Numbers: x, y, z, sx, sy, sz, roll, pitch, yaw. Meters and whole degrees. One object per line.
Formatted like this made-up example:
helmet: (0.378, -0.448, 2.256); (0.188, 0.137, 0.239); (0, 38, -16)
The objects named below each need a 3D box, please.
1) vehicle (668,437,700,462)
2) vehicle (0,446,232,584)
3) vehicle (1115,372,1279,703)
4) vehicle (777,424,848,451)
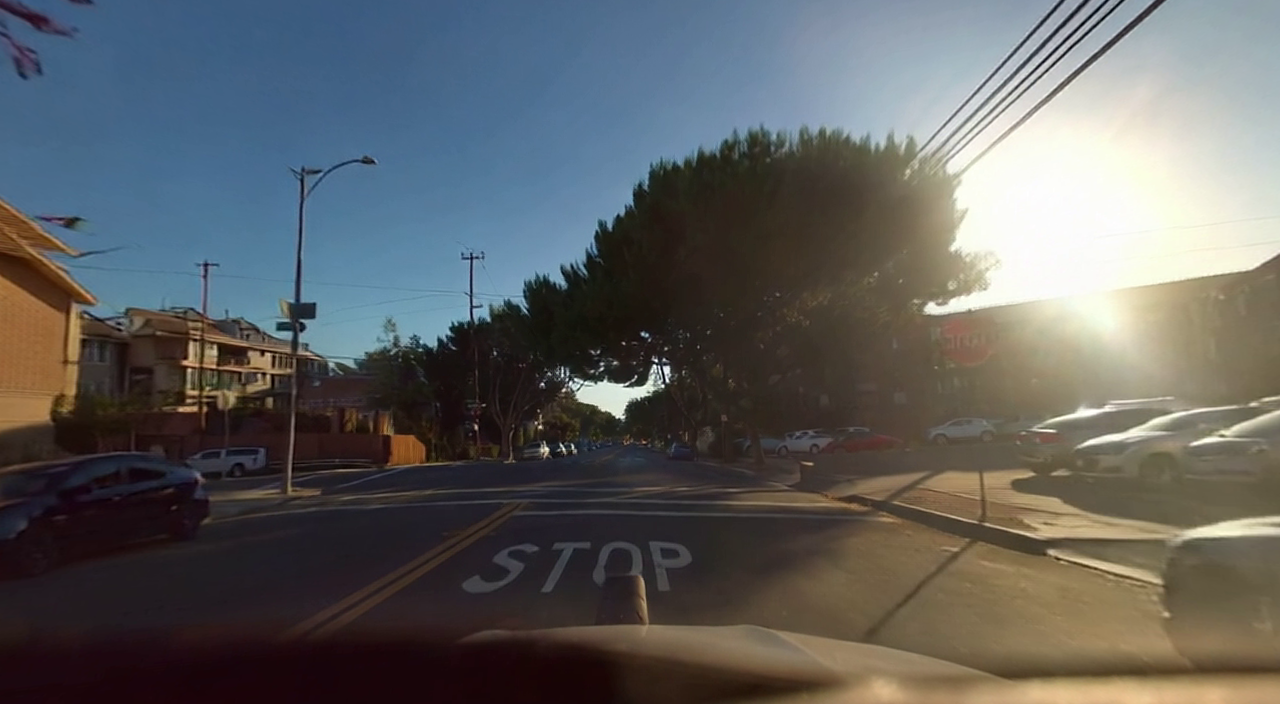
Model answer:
vehicle: (3.282, 7.412, 48.030); (1.993, 1.755, 4.256); (0, -8, -2)
vehicle: (-8.151, 2.107, 8.739); (2.018, 1.493, 4.693); (-2, -8, -2)
vehicle: (3.718, 0.720, 1.448); (1.976, 1.614, 4.052); (0, -8, -2)
vehicle: (11.321, 5.620, 41.418); (4.509, 1.664, 1.981); (6, -10, -34)
